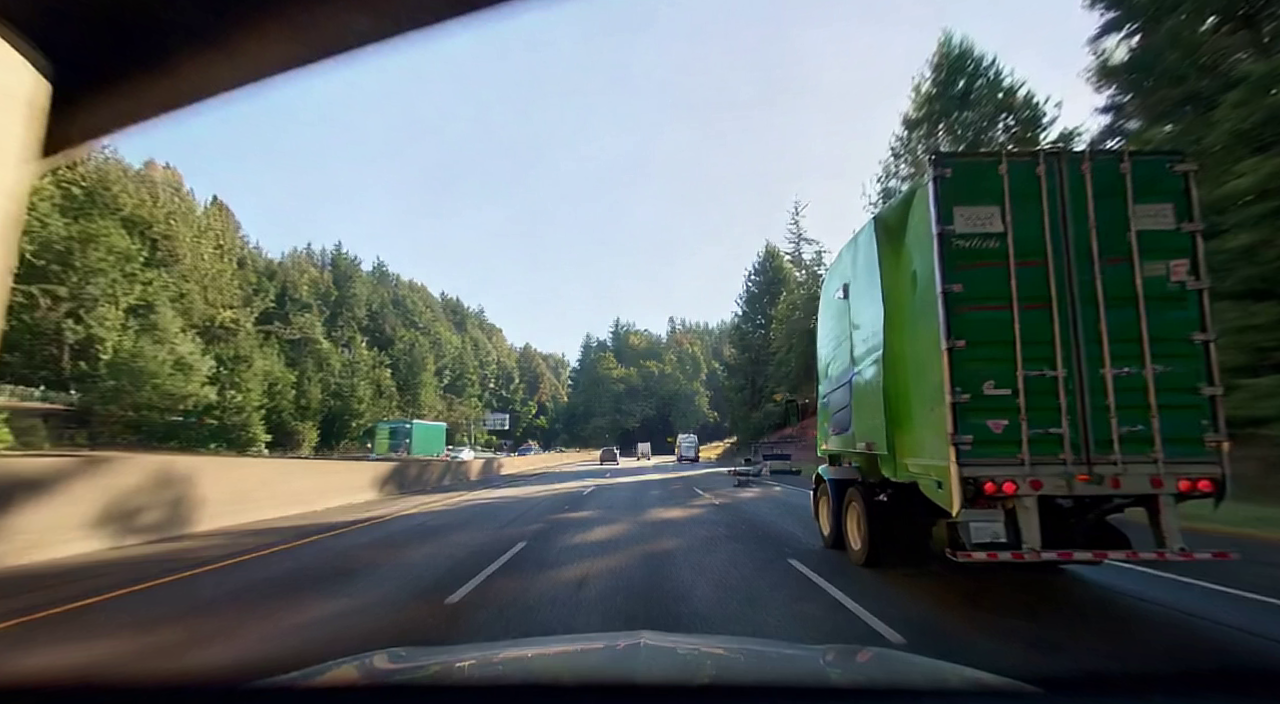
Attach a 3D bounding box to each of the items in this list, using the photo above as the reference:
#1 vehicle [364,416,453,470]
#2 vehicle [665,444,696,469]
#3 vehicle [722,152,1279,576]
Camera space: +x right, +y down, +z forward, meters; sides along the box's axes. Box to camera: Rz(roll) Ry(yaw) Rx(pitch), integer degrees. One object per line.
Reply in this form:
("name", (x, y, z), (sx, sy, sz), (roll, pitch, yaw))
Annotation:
("vehicle", (-15.629, 6.306, 43.441), (3.020, 3.309, 8.280), (0, -9, 0))
("vehicle", (2.787, 7.294, 44.232), (2.019, 1.601, 3.953), (-1, -9, 2))
("vehicle", (4.690, 1.307, 14.930), (3.115, 4.407, 17.026), (0, -9, 0))
